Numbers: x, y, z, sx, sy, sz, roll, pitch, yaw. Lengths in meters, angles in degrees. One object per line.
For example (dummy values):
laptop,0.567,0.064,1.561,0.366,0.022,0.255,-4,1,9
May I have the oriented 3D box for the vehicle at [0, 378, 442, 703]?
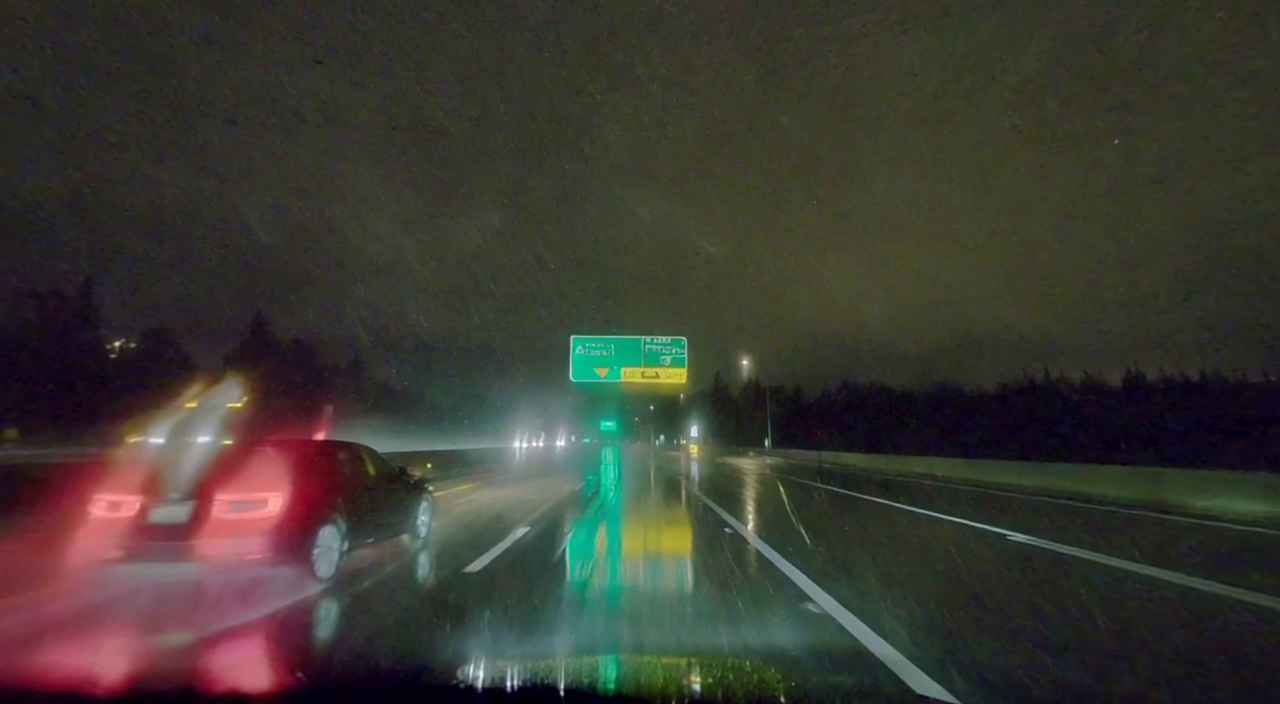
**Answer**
vehicle,-3.582,1.271,5.165,2.160,1.608,5.012,0,-8,1
